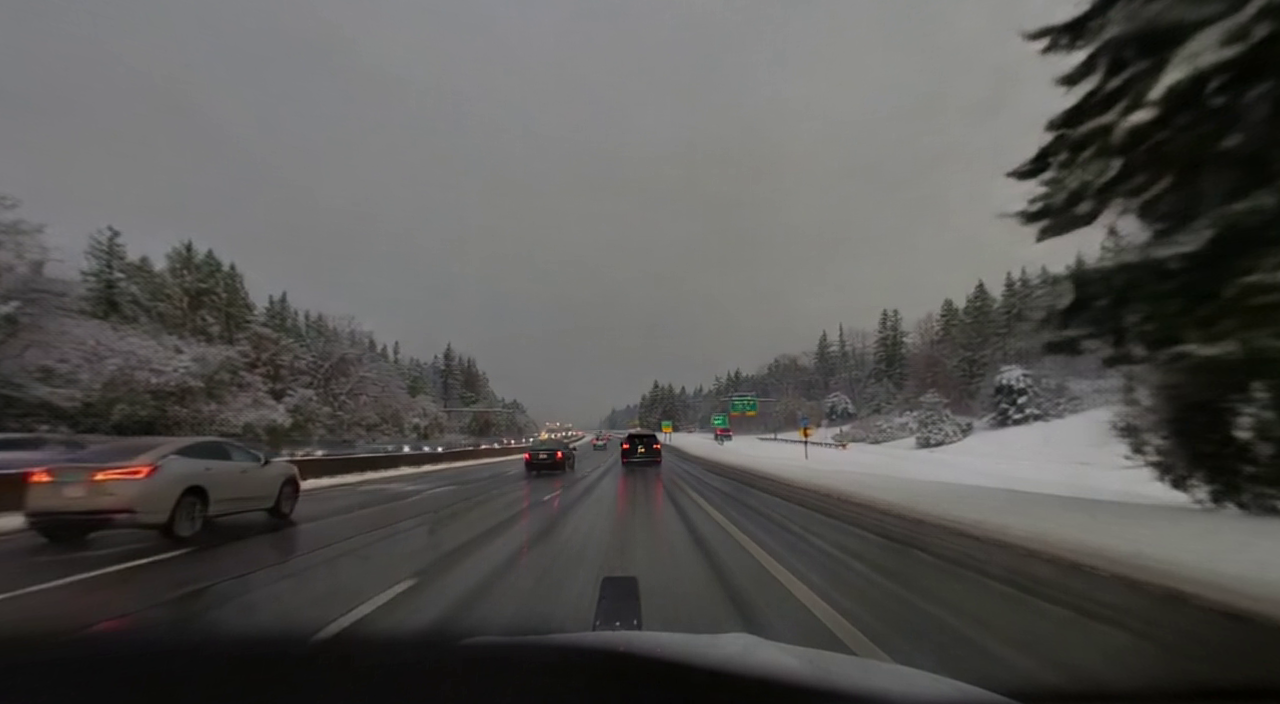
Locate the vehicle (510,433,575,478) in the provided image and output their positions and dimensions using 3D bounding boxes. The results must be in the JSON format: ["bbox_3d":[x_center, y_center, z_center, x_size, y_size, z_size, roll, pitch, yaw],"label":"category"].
[{"bbox_3d":[-4.014,4.369,26.847,2.044,1.717,4.421,0,-8,0],"label":"vehicle"}]

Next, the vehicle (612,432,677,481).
[{"bbox_3d":[0.138,4.131,25.289,2.378,1.750,4.355,0,-8,-1],"label":"vehicle"}]

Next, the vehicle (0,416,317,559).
[{"bbox_3d":[-7.363,1.933,9.823,2.195,1.652,4.733,0,-8,0],"label":"vehicle"}]
